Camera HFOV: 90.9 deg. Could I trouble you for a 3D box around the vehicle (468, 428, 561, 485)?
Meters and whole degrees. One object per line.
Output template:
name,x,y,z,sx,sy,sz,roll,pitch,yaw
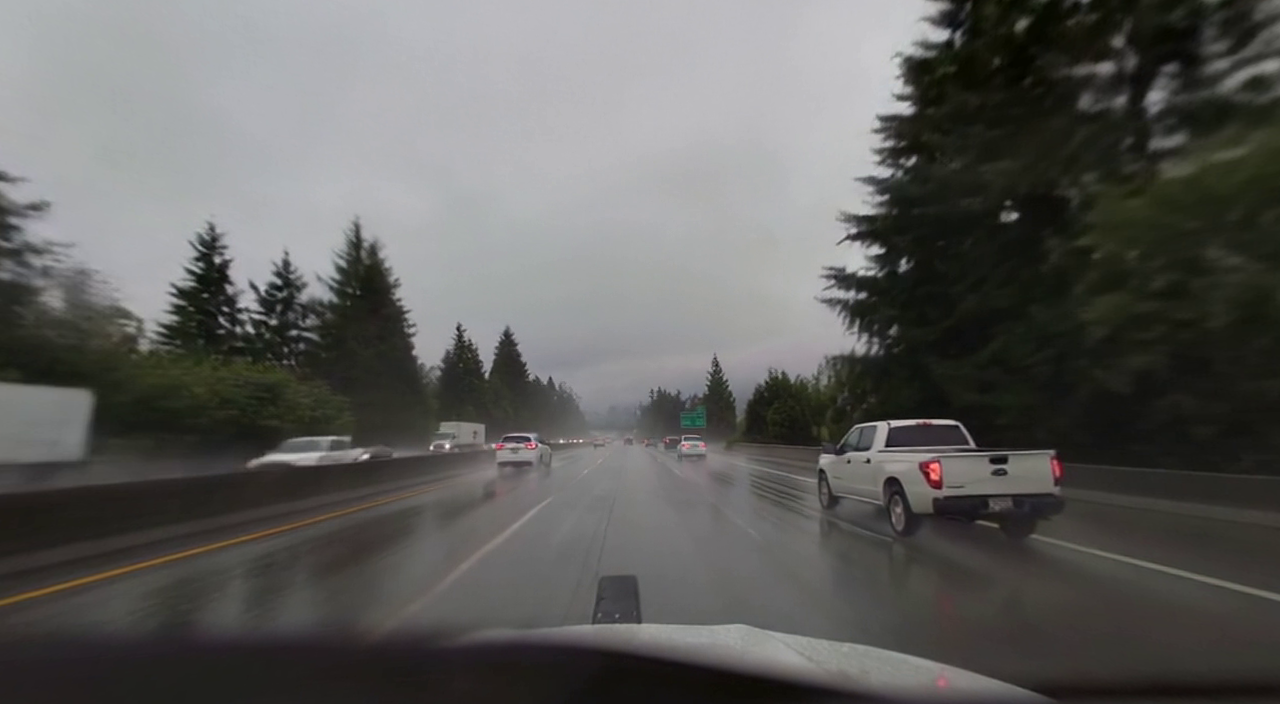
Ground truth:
vehicle,-3.884,3.323,20.447,2.011,1.614,4.808,0,-8,0

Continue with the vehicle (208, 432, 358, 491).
vehicle,-11.660,3.569,21.120,2.084,1.704,5.029,0,-8,0

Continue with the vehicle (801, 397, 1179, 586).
vehicle,3.696,1.544,7.970,1.949,1.639,4.748,0,-8,-2

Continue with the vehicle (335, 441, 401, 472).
vehicle,-15.789,6.065,36.845,1.935,1.619,4.445,0,-8,-2

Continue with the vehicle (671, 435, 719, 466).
vehicle,2.752,5.042,32.600,1.990,1.480,3.865,0,-8,-2
